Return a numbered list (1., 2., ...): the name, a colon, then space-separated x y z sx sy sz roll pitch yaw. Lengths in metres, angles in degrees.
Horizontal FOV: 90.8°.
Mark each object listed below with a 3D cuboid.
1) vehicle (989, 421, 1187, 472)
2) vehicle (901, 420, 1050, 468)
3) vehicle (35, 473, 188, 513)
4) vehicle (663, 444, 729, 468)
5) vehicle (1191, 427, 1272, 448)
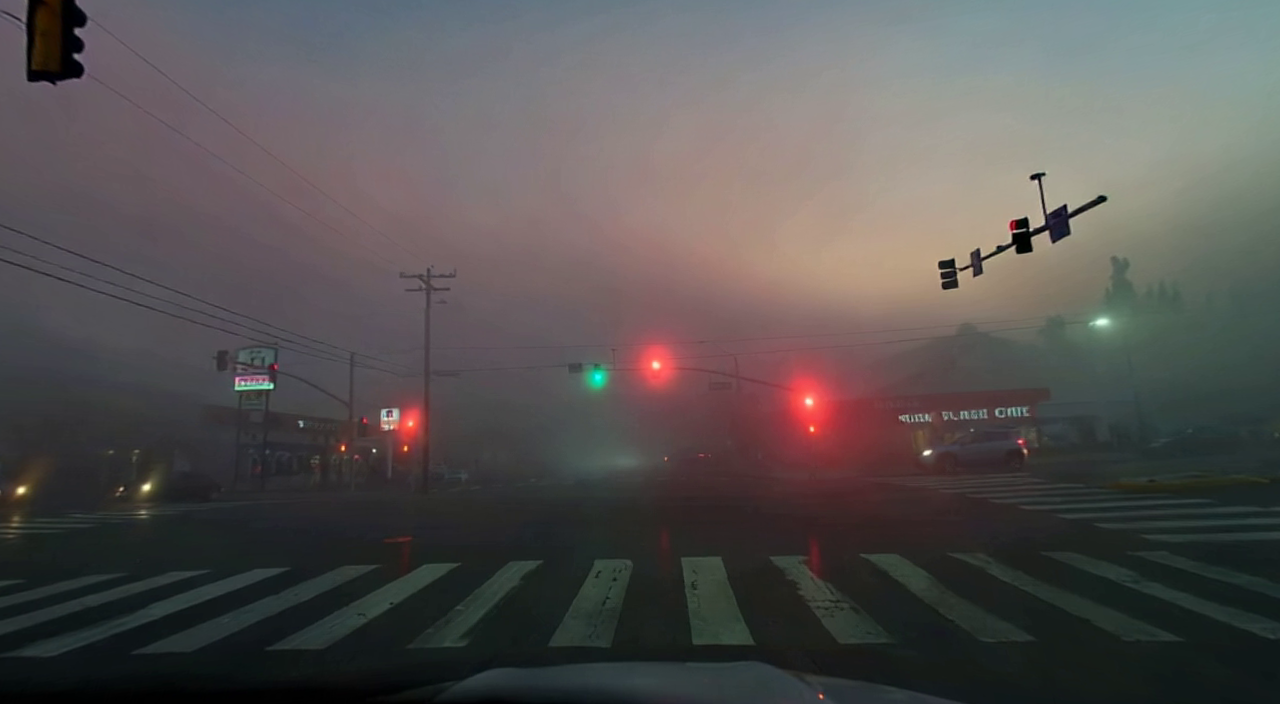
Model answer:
1. vehicle: 14.352 3.098 20.629 4.835 1.487 1.913 -4 -9 20
2. vehicle: 13.031 3.645 24.948 4.916 1.730 1.986 -4 -9 21
3. vehicle: -21.383 5.701 25.667 4.676 1.463 1.909 -1 -8 6
4. vehicle: 3.681 6.982 42.432 1.969 1.491 4.612 5 -10 -33
5. vehicle: 42.015 6.064 44.900 4.347 1.446 1.777 1 -9 -9
